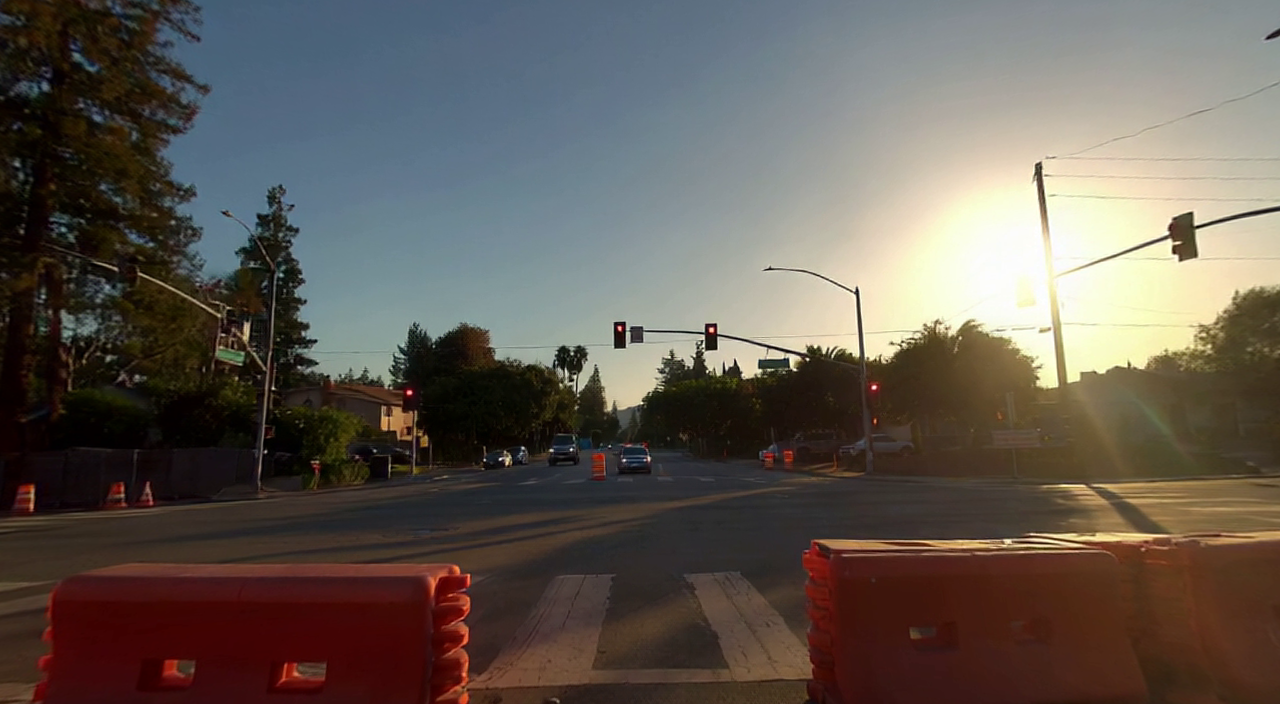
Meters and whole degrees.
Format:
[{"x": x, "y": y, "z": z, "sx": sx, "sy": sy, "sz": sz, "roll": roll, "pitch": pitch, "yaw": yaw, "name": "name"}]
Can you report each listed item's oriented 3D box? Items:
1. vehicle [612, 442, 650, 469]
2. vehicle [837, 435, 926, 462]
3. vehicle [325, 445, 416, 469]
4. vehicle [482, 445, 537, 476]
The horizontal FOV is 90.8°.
[{"x": -0.511, "y": 6.103, "z": 37.364, "sx": 2.105, "sy": 1.457, "sz": 4.173, "roll": 0, "pitch": -8, "yaw": -1, "name": "vehicle"}, {"x": 15.363, "y": 6.178, "z": 40.321, "sx": 4.892, "sy": 1.656, "sz": 1.856, "roll": 0, "pitch": -8, "yaw": 0, "name": "vehicle"}, {"x": -16.391, "y": 6.397, "z": 38.601, "sx": 4.713, "sy": 1.409, "sz": 1.918, "roll": 0, "pitch": -8, "yaw": -2, "name": "vehicle"}, {"x": -6.614, "y": 5.528, "z": 32.406, "sx": 1.881, "sy": 1.452, "sz": 4.121, "roll": 0, "pitch": -8, "yaw": 0, "name": "vehicle"}]
